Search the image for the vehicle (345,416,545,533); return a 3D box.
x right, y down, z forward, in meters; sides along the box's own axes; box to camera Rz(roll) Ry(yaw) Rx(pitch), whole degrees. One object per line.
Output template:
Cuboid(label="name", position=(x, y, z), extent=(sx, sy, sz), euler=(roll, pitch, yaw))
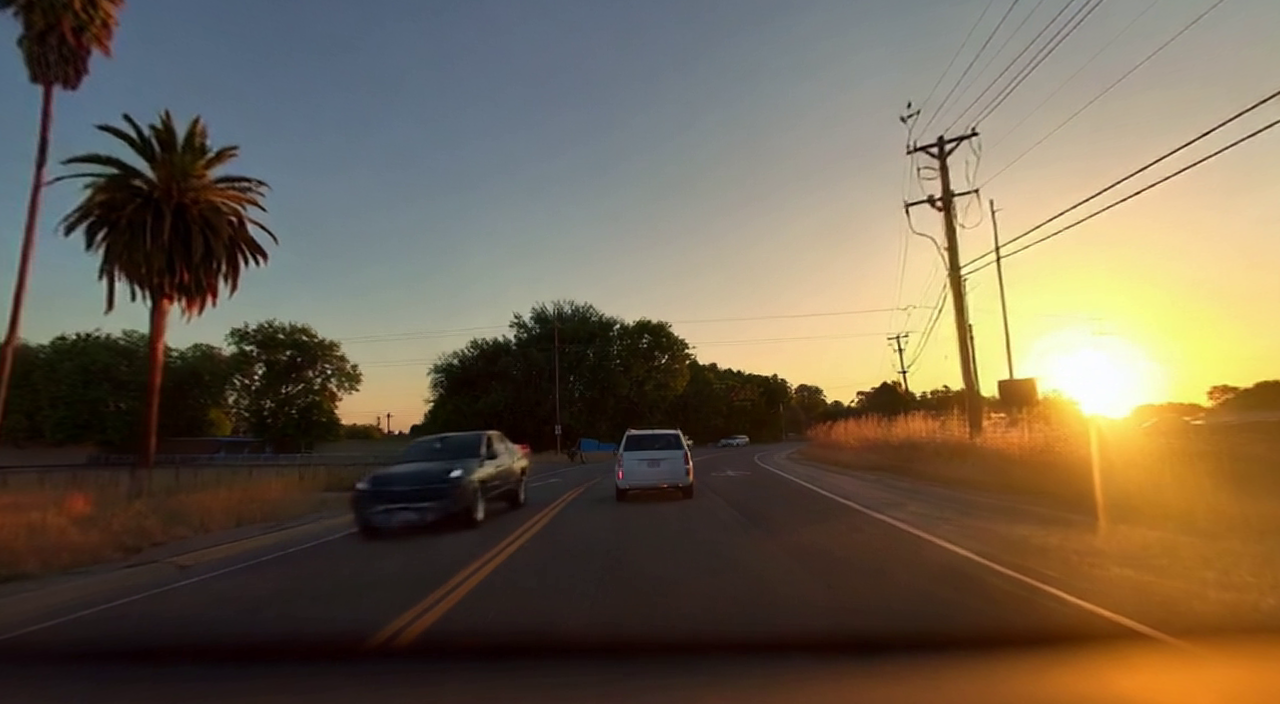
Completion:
Cuboid(label="vehicle", position=(-3.626, 2.418, 13.234), extent=(2.237, 1.878, 5.739), euler=(0, -8, 1))

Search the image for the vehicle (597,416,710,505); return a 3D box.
Cuboid(label="vehicle", position=(0.280, 2.608, 15.567), extent=(2.364, 1.859, 4.538), euler=(0, -8, 0))
